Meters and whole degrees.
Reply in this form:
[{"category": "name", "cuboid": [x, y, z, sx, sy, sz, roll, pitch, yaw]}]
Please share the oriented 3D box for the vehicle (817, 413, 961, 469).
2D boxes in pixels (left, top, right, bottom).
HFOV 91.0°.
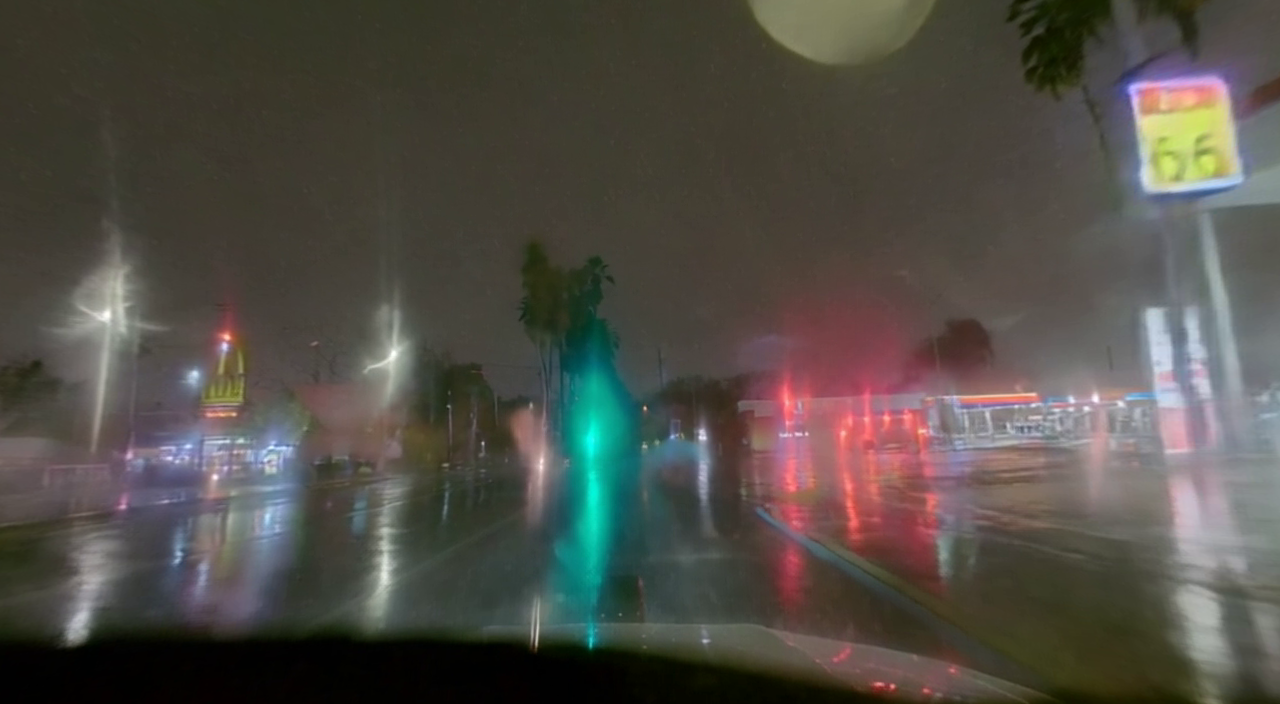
[{"category": "vehicle", "cuboid": [9.591, 3.479, 24.543, 4.640, 1.800, 2.026, -4, -8, 0]}]
